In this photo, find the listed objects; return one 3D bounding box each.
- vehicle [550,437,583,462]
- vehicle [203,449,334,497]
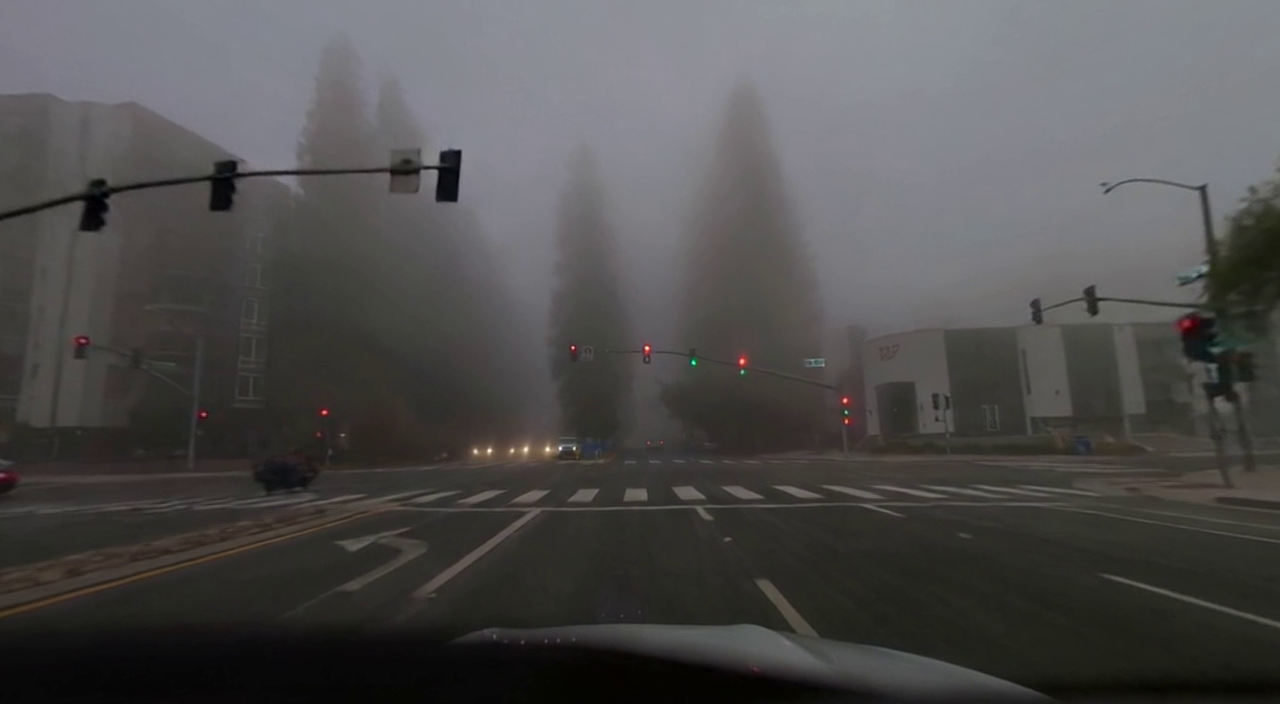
[{"bbox_3d":[-5.596,7.449,48.406,2.098,1.789,4.338,0,-8,-1],"label":"vehicle"},{"bbox_3d":[-12.040,3.921,20.840,1.890,1.358,3.988,-1,-8,0],"label":"vehicle"}]
